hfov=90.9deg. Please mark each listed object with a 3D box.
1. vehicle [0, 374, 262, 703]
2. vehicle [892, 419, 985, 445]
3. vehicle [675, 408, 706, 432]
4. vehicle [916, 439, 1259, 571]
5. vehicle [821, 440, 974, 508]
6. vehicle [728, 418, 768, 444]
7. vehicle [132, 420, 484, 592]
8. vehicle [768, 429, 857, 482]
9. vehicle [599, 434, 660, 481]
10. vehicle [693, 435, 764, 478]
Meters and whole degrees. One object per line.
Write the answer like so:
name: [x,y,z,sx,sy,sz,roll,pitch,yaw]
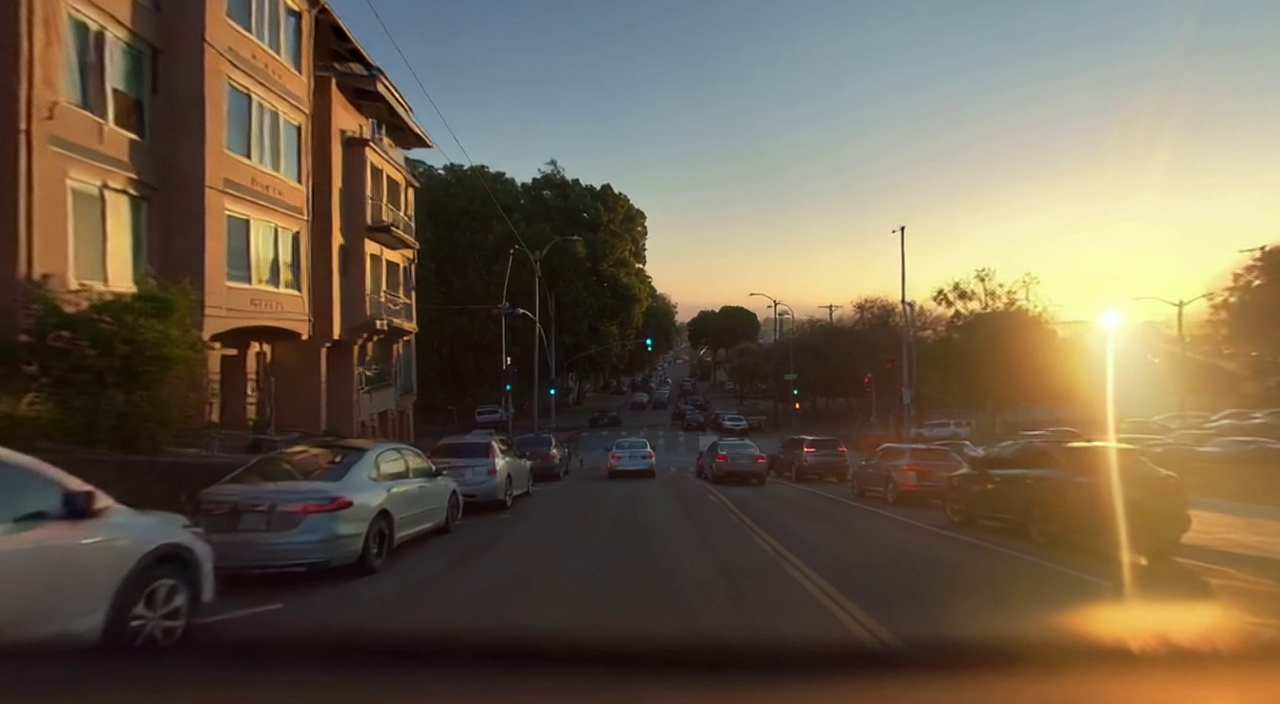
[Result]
vehicle: [-3.736,0.909,2.611,1.831,1.650,3.852,0,-9,2]
vehicle: [18.460,4.999,39.175,4.738,1.537,1.960,-1,-9,3]
vehicle: [3.817,5.268,48.503,2.093,1.655,4.327,0,-9,1]
vehicle: [6.102,2.086,9.469,1.938,1.487,4.371,0,-9,0]
vehicle: [6.191,2.966,15.828,1.962,1.438,4.440,0,-9,0]
vehicle: [6.581,4.889,38.762,1.815,1.519,3.491,0,-9,0]
vehicle: [-3.471,1.689,7.807,1.869,1.491,4.458,0,-9,1]
vehicle: [6.184,3.773,23.189,1.999,1.752,4.502,0,-9,1]
vehicle: [-0.306,3.611,21.724,1.923,1.460,3.923,0,-9,1]
vehicle: [3.231,3.924,23.982,2.055,1.450,4.676,0,-9,1]
